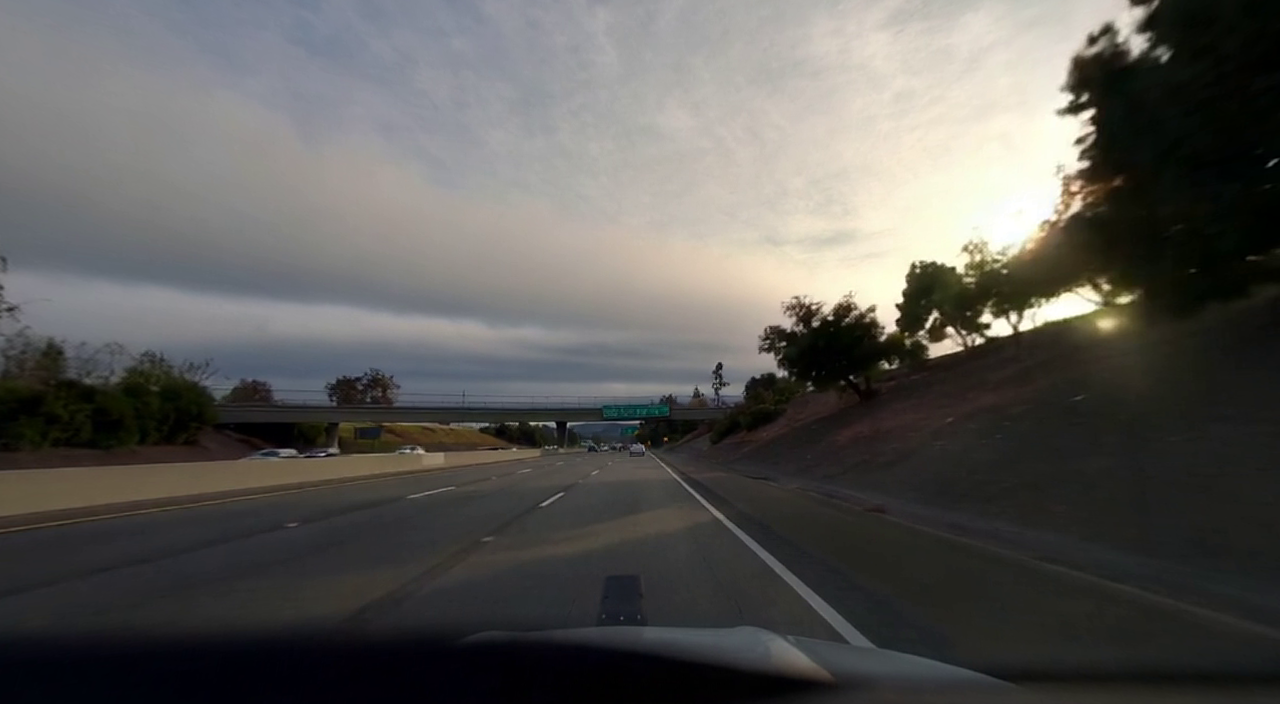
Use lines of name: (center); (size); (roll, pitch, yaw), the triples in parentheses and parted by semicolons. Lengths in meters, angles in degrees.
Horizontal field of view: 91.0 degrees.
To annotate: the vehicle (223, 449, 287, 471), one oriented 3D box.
vehicle: (-28.504, 8.002, 46.838); (1.857, 1.518, 4.503); (0, -9, 1)
